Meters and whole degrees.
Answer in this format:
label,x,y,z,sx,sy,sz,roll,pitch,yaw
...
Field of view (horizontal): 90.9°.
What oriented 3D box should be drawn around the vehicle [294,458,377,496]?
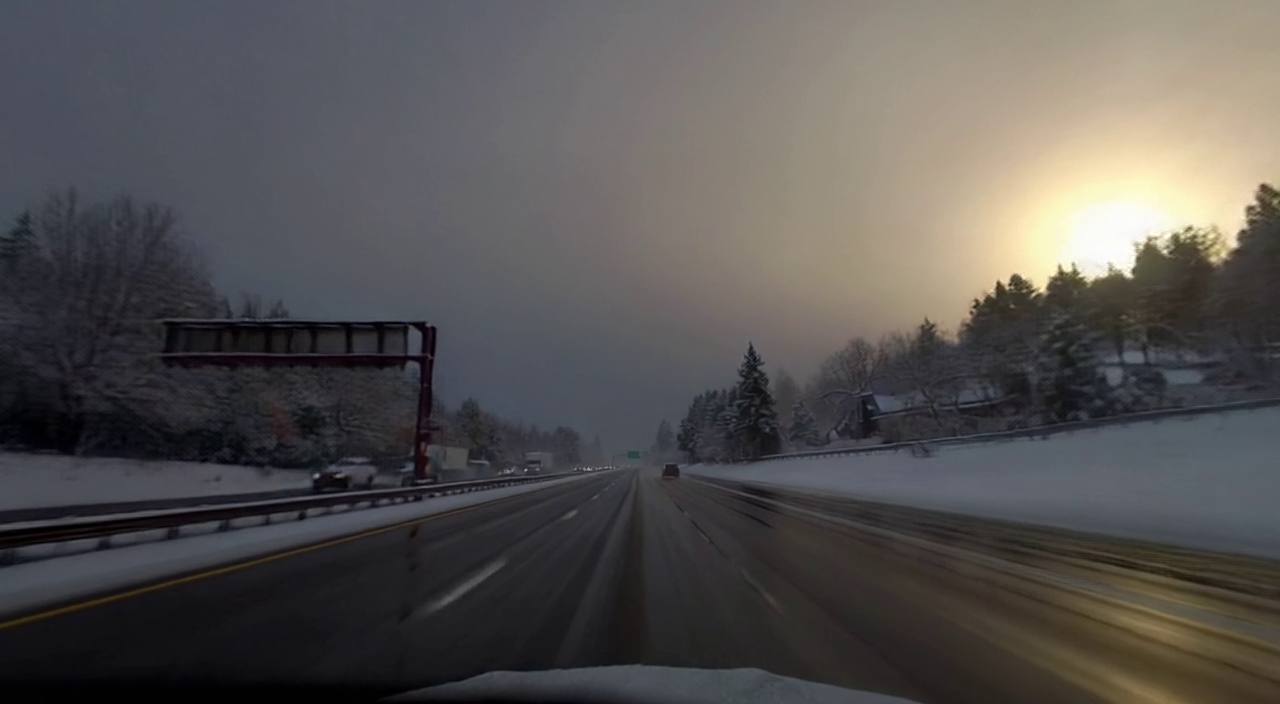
label,x,y,z,sx,sy,sz,roll,pitch,yaw
vehicle,-16.322,6.727,34.134,2.023,1.864,4.924,1,-10,0
